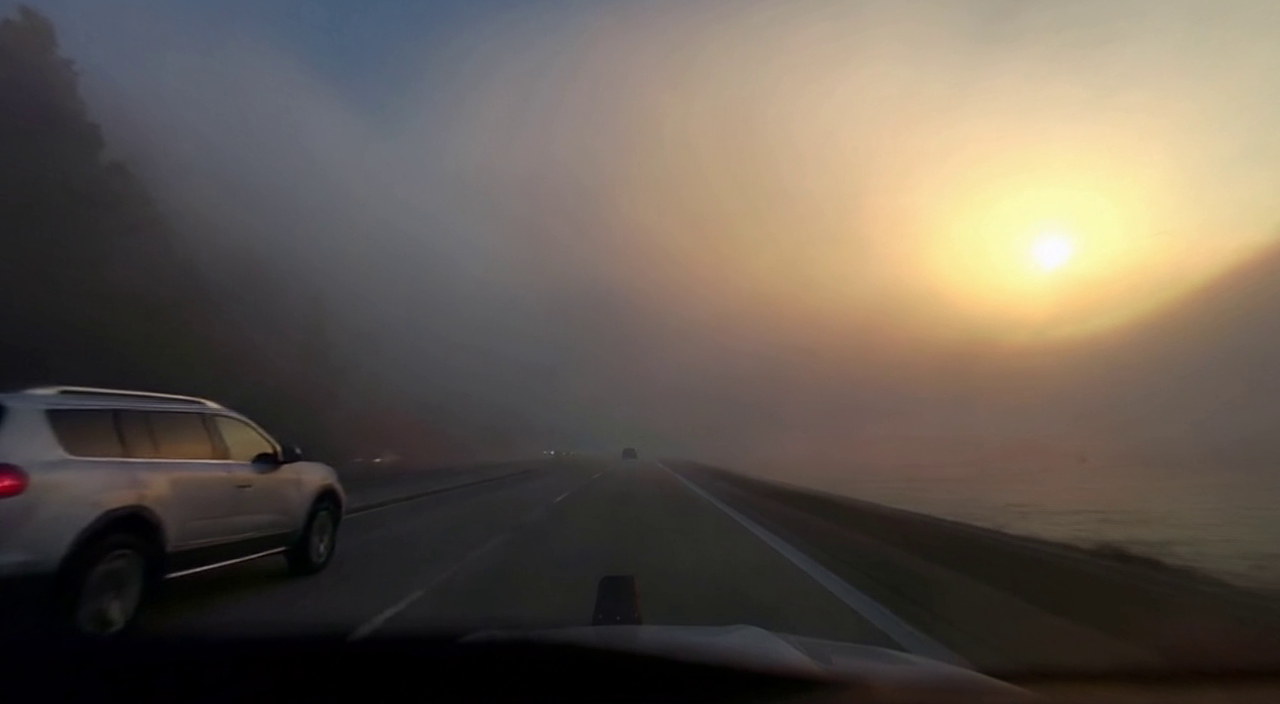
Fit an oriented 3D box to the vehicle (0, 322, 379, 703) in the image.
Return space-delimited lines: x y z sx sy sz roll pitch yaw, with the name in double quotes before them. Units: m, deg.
"vehicle" -4.110 1.078 4.786 2.292 1.802 4.481 0 -9 0
